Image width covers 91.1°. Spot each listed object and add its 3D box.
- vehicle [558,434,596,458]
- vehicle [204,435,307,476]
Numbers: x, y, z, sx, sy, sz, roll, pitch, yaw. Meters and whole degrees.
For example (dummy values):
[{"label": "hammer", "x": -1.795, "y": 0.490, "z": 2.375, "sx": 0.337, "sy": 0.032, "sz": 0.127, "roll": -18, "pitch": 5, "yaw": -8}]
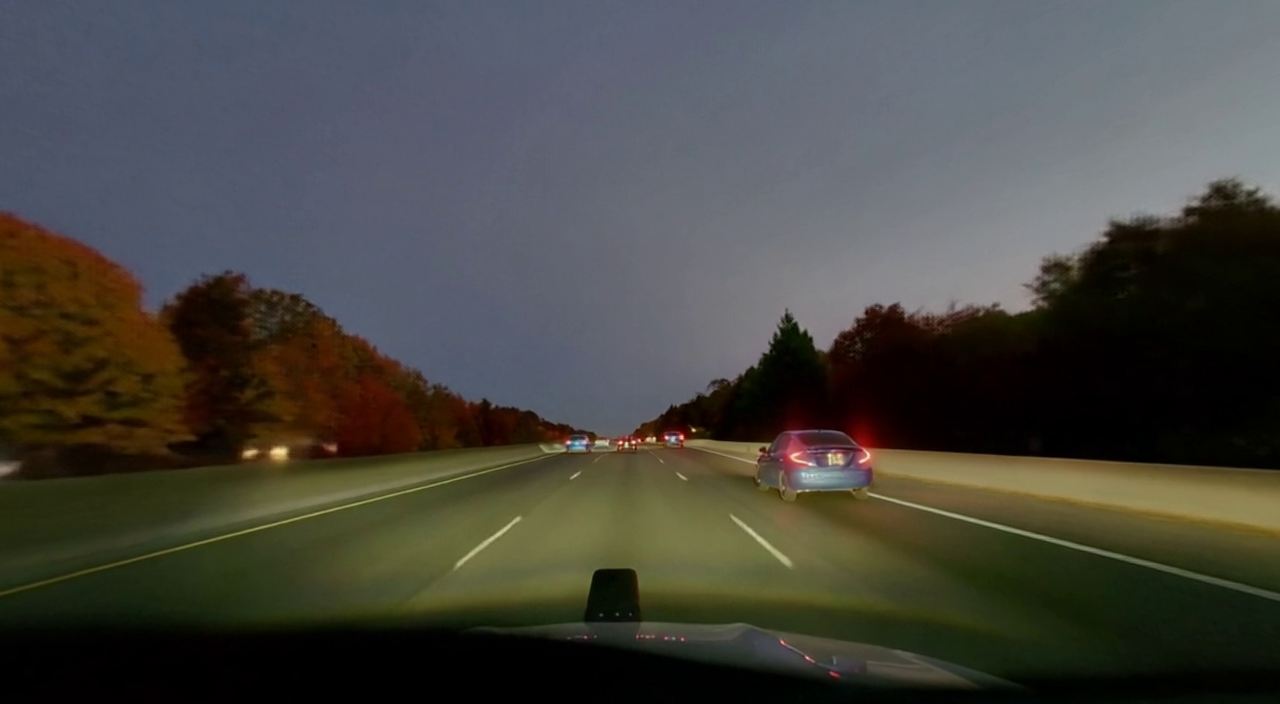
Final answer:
[{"label": "vehicle", "x": -4.144, "y": 6.264, "z": 41.956, "sx": 2.103, "sy": 1.507, "sz": 4.367, "roll": 0, "pitch": -8, "yaw": 0}, {"label": "vehicle", "x": -20.329, "y": 5.461, "z": 33.604, "sx": 2.166, "sy": 2.003, "sz": 5.341, "roll": 0, "pitch": -8, "yaw": -1}]
